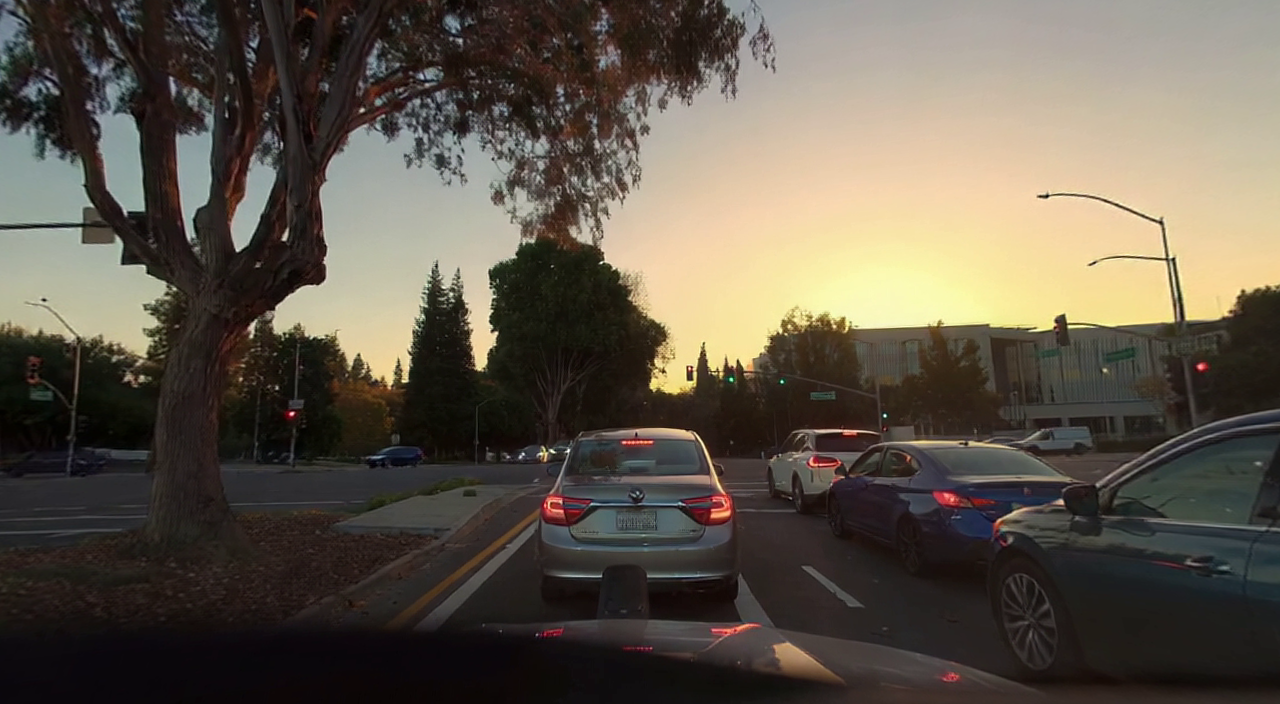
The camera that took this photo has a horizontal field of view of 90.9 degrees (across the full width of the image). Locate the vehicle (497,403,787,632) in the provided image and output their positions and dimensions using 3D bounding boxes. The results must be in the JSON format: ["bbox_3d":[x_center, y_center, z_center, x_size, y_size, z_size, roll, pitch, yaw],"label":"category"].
[{"bbox_3d":[-0.004,1.474,6.495,2.074,1.631,3.793,0,-9,-1],"label":"vehicle"}]

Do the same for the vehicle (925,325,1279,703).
[{"bbox_3d":[3.738,0.929,3.424,2.162,1.829,4.519,0,-9,-1],"label":"vehicle"}]

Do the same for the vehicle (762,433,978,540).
[{"bbox_3d":[3.709,2.258,11.291,2.054,1.482,4.654,0,-9,-1],"label":"vehicle"}]
